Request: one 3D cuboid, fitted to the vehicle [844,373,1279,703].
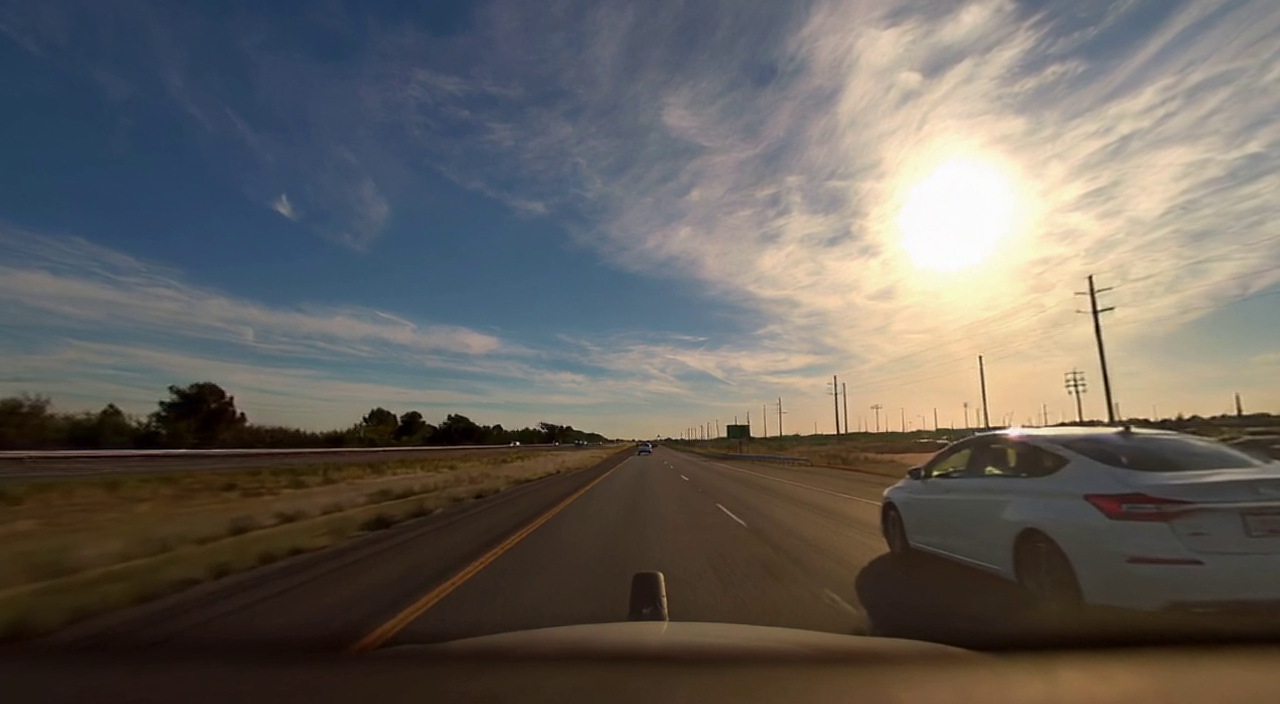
[{"bbox_3d":[3.598,1.270,5.510,2.044,1.658,4.640,0,-8,0],"label":"vehicle"}]
